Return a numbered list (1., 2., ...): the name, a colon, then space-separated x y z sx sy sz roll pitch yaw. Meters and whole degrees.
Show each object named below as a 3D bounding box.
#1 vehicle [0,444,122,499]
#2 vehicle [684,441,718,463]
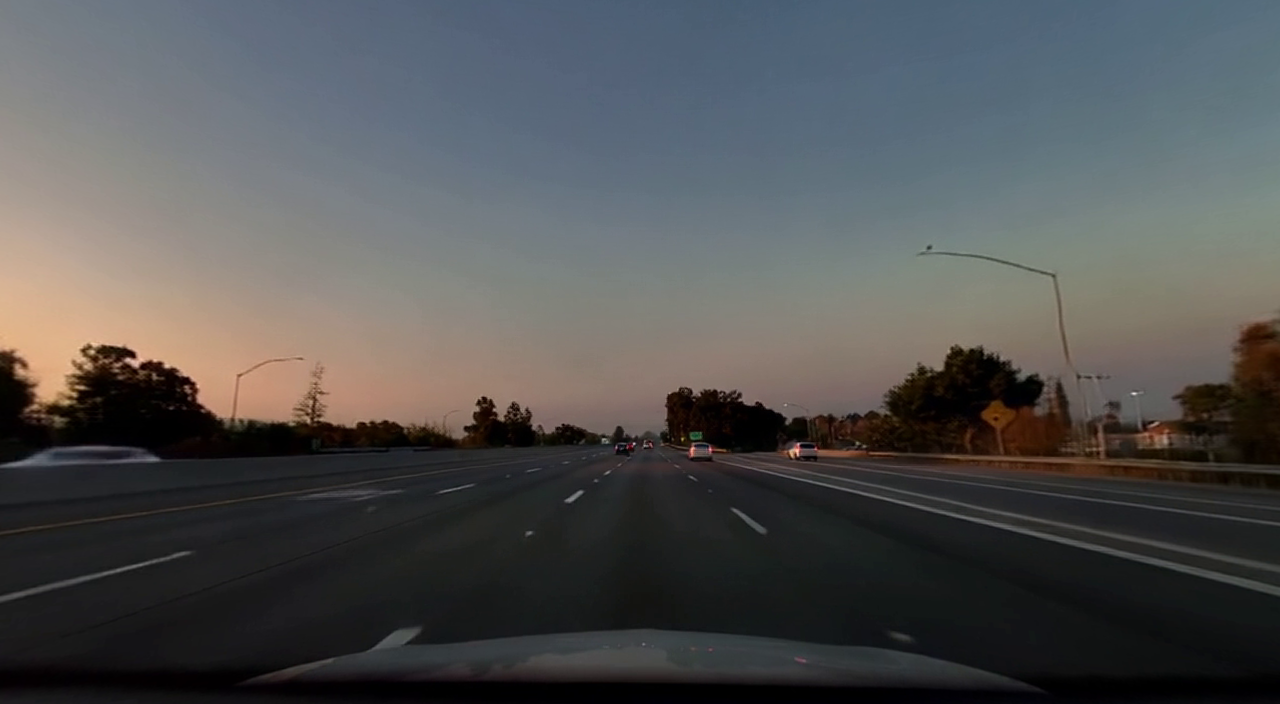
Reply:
1. vehicle: -17.942 3.424 18.353 1.913 1.440 4.374 0 -8 1
2. vehicle: 4.276 7.069 44.703 1.912 1.478 4.125 0 -8 0
